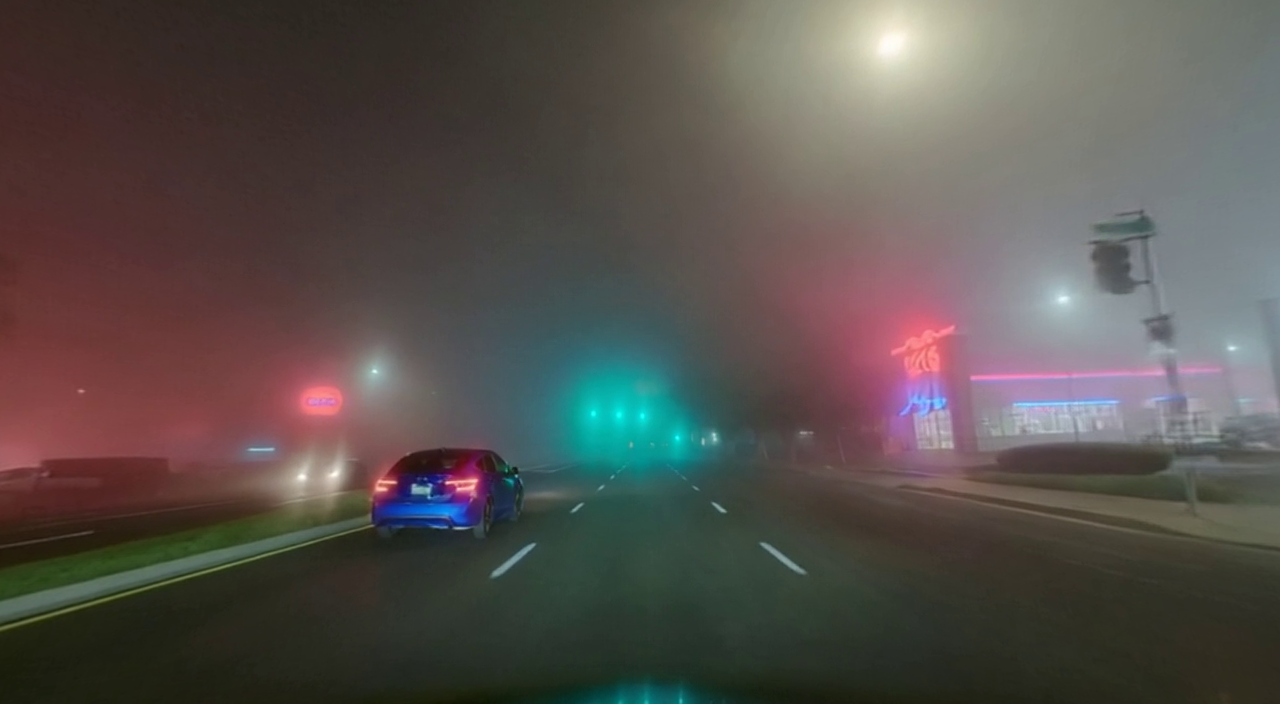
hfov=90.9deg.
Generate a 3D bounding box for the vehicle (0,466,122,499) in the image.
[{"bbox_3d":[-30.970,6.883,33.352,4.960,1.464,2.137,4,-9,-24],"label":"vehicle"}]

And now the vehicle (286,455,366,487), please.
[{"bbox_3d":[-17.748,6.725,35.910,2.116,1.524,4.800,-4,-8,1],"label":"vehicle"}]

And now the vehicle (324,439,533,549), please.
[{"bbox_3d":[-3.249,2.260,10.886,2.082,1.460,4.636,0,-8,-1],"label":"vehicle"}]

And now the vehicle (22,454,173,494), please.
[{"bbox_3d":[-31.021,6.971,36.376,6.015,2.018,2.513,4,-9,-26],"label":"vehicle"}]
